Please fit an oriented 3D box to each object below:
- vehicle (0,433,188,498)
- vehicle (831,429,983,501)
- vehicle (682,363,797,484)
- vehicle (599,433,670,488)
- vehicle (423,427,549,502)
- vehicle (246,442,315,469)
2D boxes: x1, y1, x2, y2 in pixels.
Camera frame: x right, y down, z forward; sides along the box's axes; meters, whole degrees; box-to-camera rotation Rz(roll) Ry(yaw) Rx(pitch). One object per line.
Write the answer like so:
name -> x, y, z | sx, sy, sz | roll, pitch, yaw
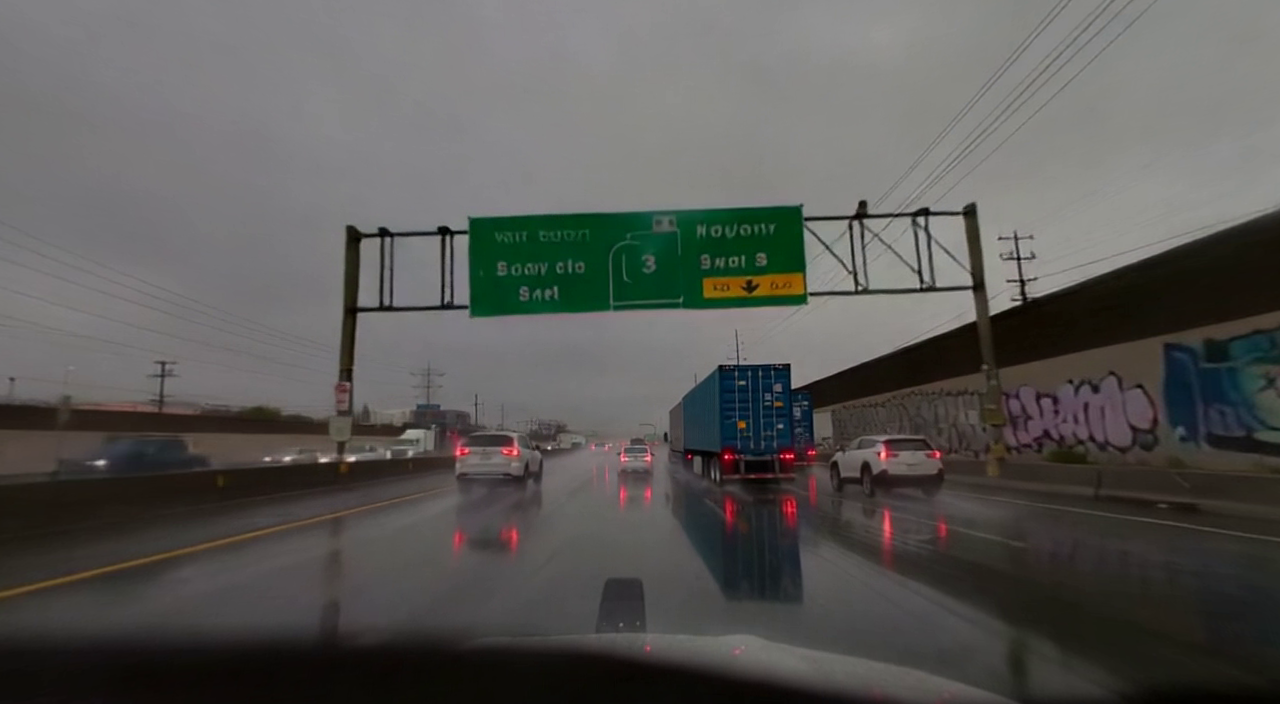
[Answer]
vehicle -> -15.583, 3.213, 18.234 | 1.896, 1.627, 4.434 | 0, -9, -2
vehicle -> 7.203, 3.097, 17.706 | 2.202, 1.731, 4.628 | 0, -9, 0
vehicle -> 3.728, 3.367, 27.687 | 2.800, 4.039, 13.179 | 0, -9, -1
vehicle -> -0.197, 3.680, 21.655 | 2.191, 1.685, 4.015 | 0, -9, -1
vehicle -> -4.085, 3.090, 17.700 | 2.264, 1.804, 4.584 | 0, -9, 1
vehicle -> -23.738, 6.838, 41.917 | 2.015, 1.698, 4.521 | 0, -9, -3
